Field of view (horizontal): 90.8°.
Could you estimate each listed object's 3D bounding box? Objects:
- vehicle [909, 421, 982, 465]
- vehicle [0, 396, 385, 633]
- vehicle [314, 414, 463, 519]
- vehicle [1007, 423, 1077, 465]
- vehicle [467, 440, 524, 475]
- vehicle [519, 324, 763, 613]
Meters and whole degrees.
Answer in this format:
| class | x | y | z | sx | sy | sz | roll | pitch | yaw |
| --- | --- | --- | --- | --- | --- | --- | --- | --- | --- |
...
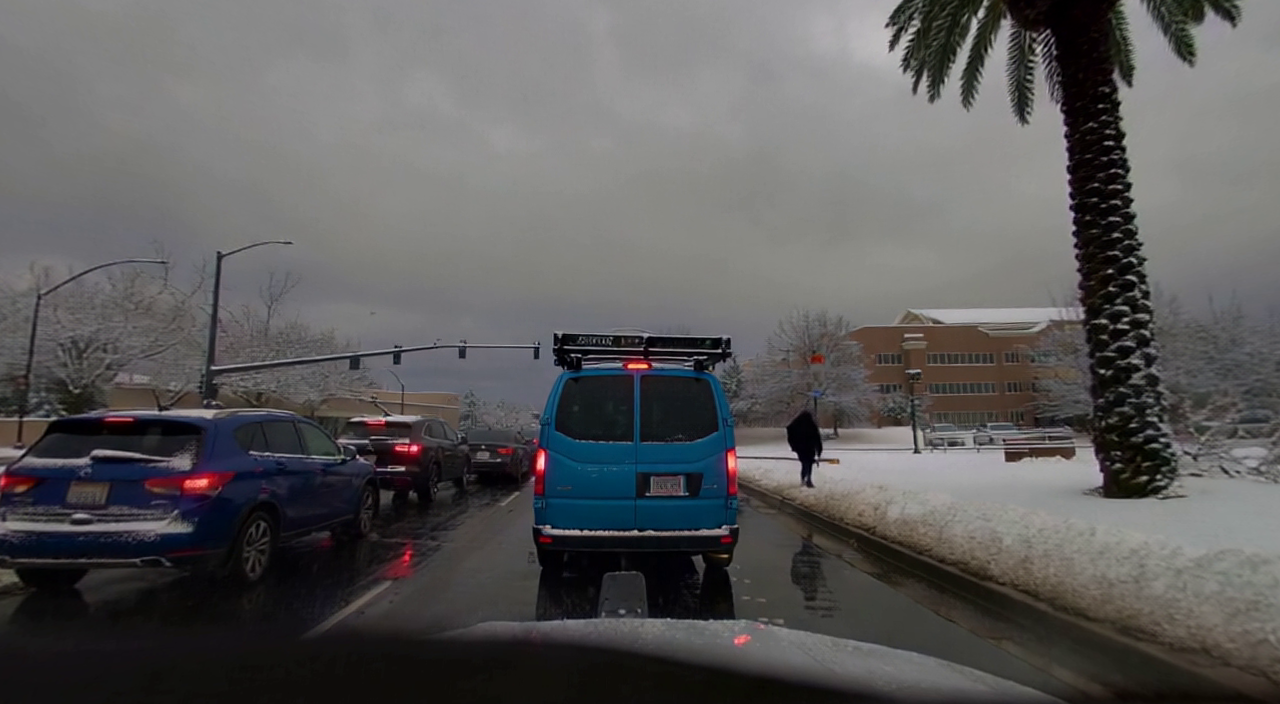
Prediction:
| class | x | y | z | sx | sy | sz | roll | pitch | yaw |
| --- | --- | --- | --- | --- | --- | --- | --- | --- | --- |
| vehicle | 12.645 | 3.764 | 26.037 | 2.046 | 1.675 | 3.924 | -6 | -10 | 33 |
| vehicle | -4.400 | 1.467 | 6.662 | 1.986 | 1.643 | 4.315 | 1 | -9 | -6 |
| vehicle | -5.202 | 2.425 | 13.879 | 2.089 | 1.854 | 5.022 | 2 | -9 | -11 |
| vehicle | 15.796 | 3.613 | 24.717 | 2.048 | 1.475 | 3.972 | -6 | -10 | 34 |
| vehicle | -6.834 | 4.890 | 29.565 | 1.818 | 1.479 | 4.428 | 4 | -9 | -22 |
| vehicle | -0.202 | 1.211 | 7.169 | 1.902 | 2.238 | 4.263 | 1 | -9 | -6 |
